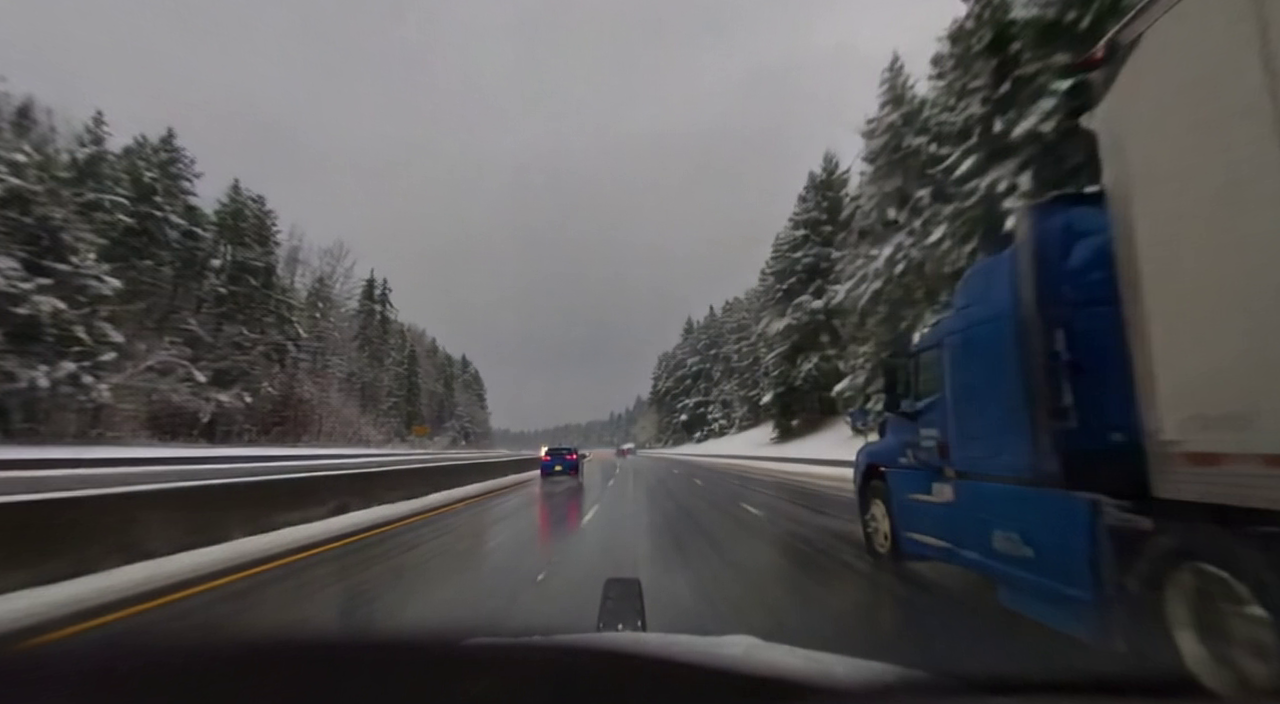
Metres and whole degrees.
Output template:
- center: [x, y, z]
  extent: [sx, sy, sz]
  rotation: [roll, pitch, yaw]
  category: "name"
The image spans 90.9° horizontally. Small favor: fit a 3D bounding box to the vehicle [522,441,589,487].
- center: [-3.267, 4.425, 25.154]
  extent: [2.115, 1.670, 4.261]
  rotation: [0, -9, 0]
  category: "vehicle"
